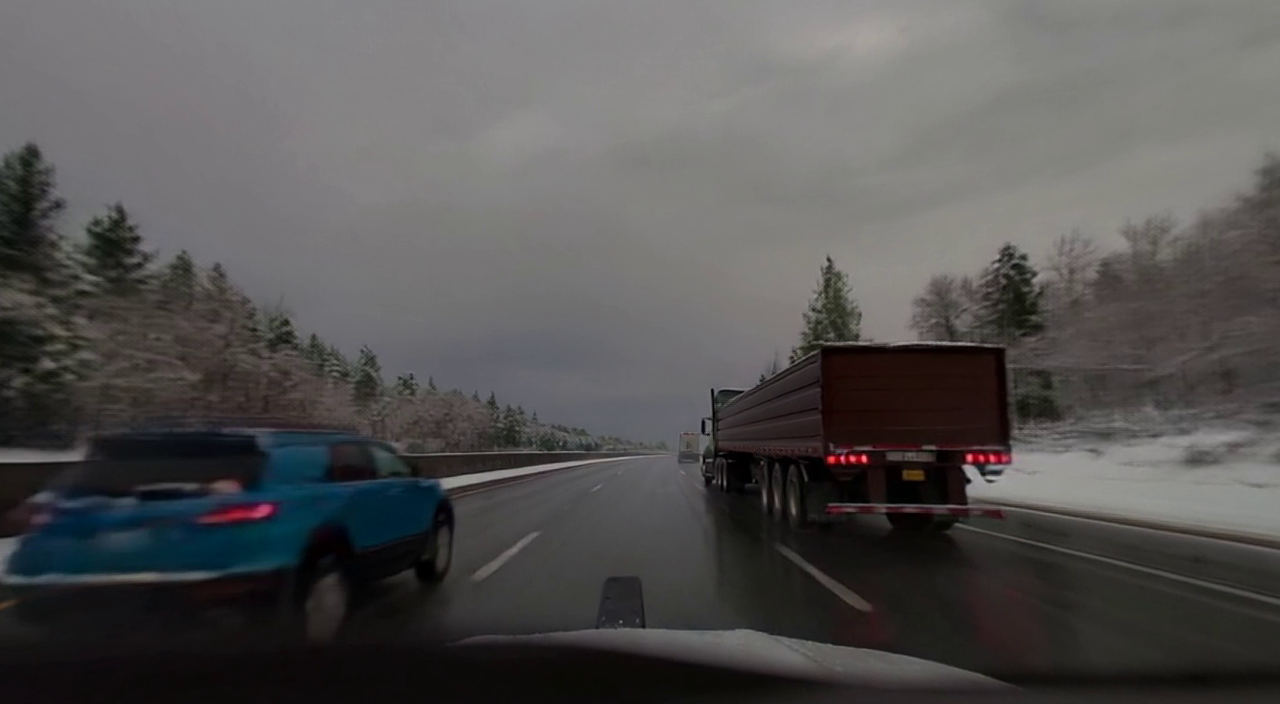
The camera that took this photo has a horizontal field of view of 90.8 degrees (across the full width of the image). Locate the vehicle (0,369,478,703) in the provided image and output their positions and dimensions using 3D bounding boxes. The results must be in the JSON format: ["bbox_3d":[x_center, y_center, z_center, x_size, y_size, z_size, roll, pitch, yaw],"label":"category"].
[{"bbox_3d":[-3.140,1.270,5.387,2.297,1.683,4.385,0,-9,1],"label":"vehicle"}]

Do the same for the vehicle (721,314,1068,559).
[{"bbox_3d":[4.417,2.247,15.854,2.868,3.427,14.032,0,-9,0],"label":"vehicle"}]
